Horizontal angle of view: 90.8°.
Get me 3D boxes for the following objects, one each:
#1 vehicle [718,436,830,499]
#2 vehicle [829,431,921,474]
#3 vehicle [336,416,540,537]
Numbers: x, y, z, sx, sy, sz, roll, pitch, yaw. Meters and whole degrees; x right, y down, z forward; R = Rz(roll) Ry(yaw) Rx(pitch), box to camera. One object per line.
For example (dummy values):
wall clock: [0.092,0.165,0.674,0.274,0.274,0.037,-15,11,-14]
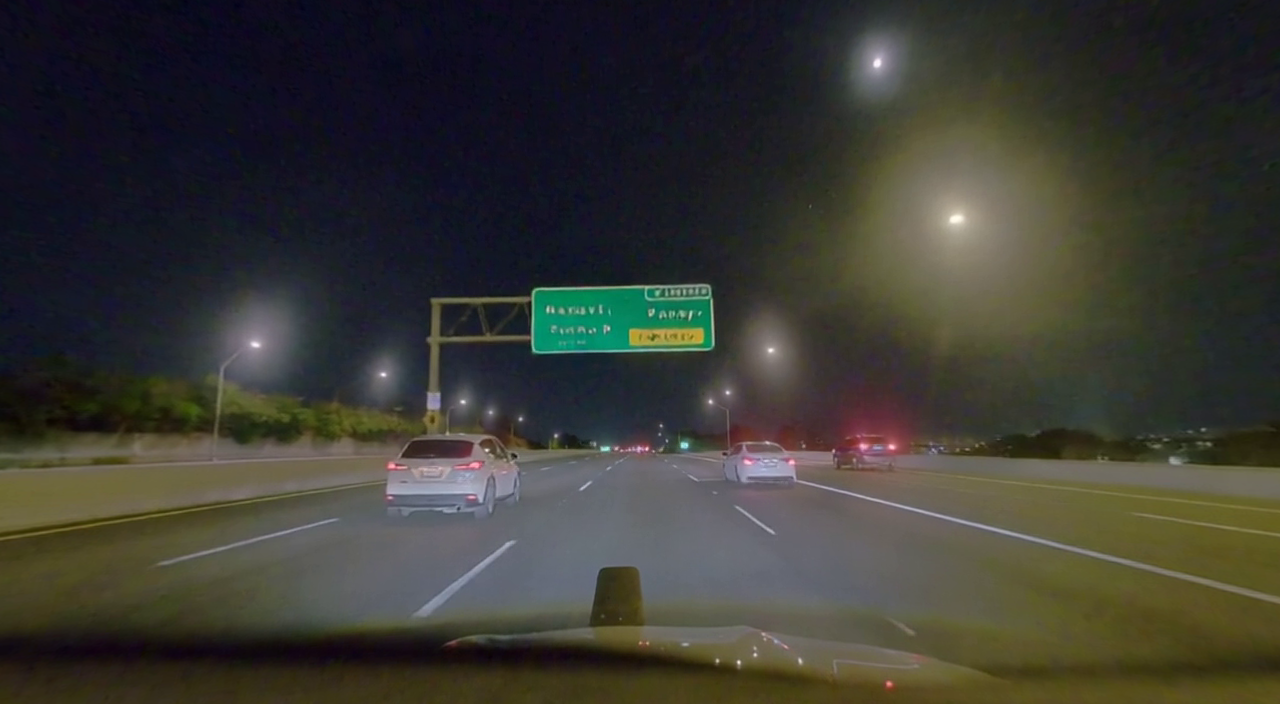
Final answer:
vehicle: [3.667,3.279,18.342,2.107,1.550,4.949,0,-9,-1]
vehicle: [11.183,4.868,30.609,2.223,1.865,5.704,0,-9,-1]
vehicle: [-3.301,2.158,11.511,2.193,1.746,4.512,0,-9,0]
